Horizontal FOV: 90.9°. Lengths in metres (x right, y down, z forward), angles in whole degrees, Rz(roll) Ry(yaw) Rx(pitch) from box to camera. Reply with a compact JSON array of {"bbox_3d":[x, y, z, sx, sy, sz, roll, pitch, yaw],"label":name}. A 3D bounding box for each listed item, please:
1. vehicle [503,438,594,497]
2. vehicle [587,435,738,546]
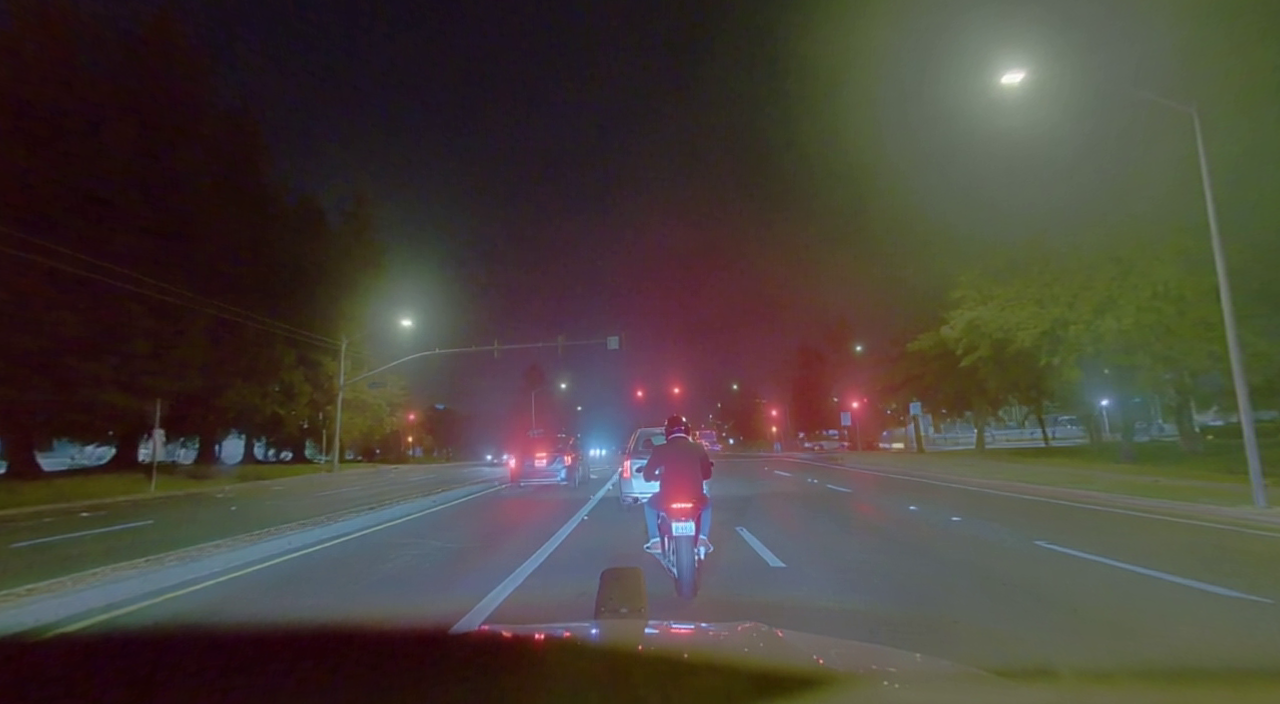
[{"bbox_3d":[-2.544,3.297,18.444,1.979,1.499,3.840,-1,-8,2],"label":"vehicle"},{"bbox_3d":[0.330,2.184,10.754,2.009,1.450,4.608,-1,-8,1],"label":"vehicle"}]
